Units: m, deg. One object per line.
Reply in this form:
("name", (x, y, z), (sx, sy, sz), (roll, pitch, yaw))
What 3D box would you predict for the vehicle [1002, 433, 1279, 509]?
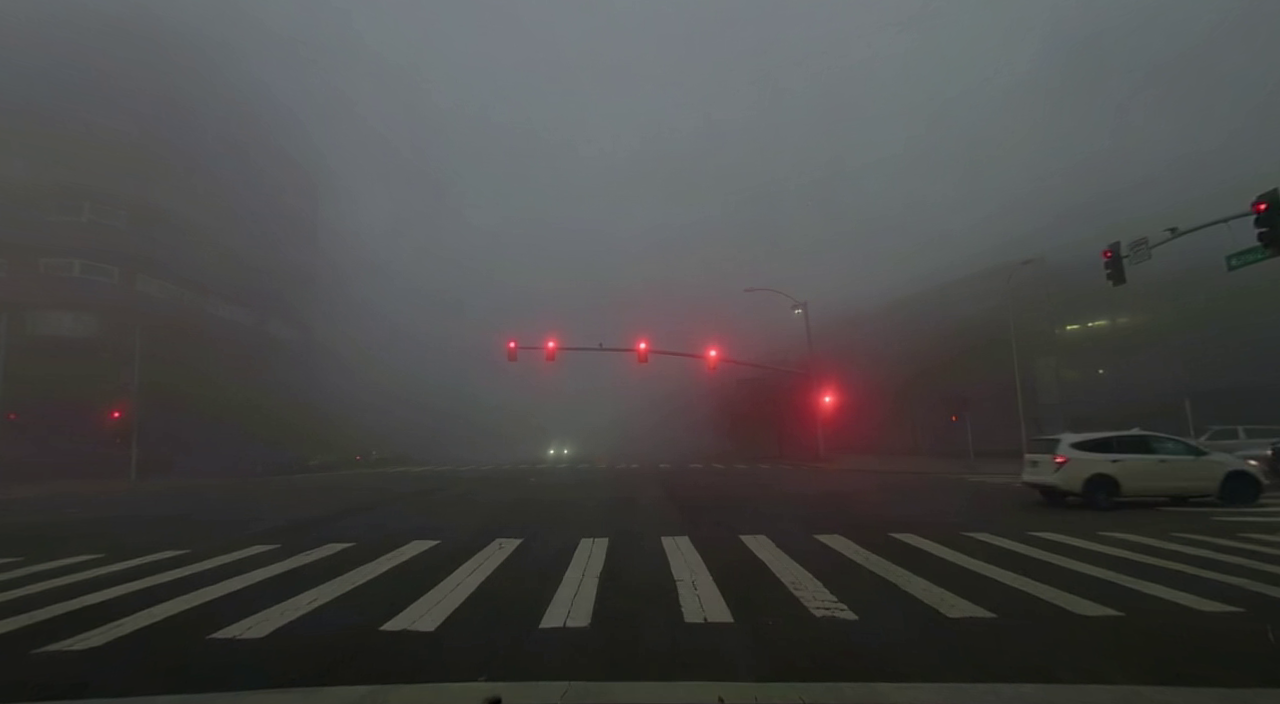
("vehicle", (11.383, 2.699, 14.544), (4.774, 1.562, 1.995), (-2, -9, 10))
